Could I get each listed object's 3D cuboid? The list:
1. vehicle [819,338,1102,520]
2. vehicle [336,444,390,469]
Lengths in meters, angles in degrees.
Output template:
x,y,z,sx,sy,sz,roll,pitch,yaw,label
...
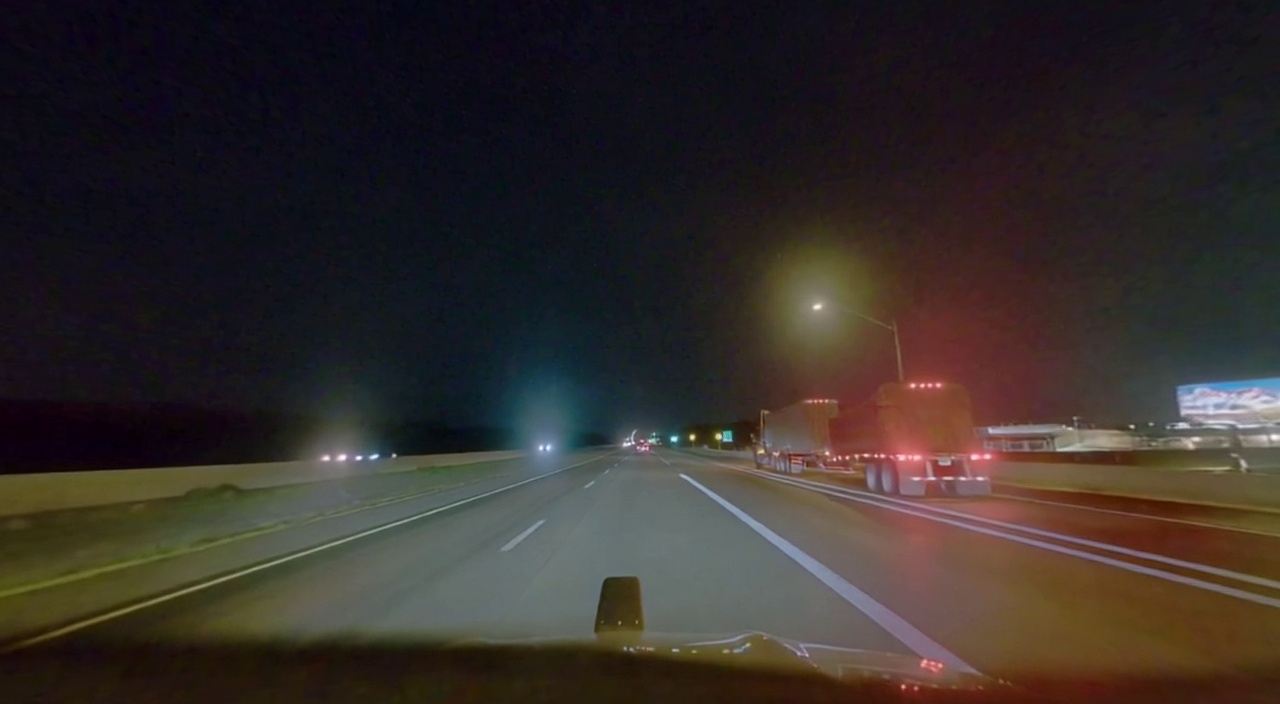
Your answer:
x,y,z,sx,sy,sz,roll,pitch,yaw,label
6.776,1.919,15.223,2.793,3.204,7.997,0,-8,2,vehicle
-21.748,8.207,49.747,1.999,1.810,4.804,0,-8,1,vehicle
